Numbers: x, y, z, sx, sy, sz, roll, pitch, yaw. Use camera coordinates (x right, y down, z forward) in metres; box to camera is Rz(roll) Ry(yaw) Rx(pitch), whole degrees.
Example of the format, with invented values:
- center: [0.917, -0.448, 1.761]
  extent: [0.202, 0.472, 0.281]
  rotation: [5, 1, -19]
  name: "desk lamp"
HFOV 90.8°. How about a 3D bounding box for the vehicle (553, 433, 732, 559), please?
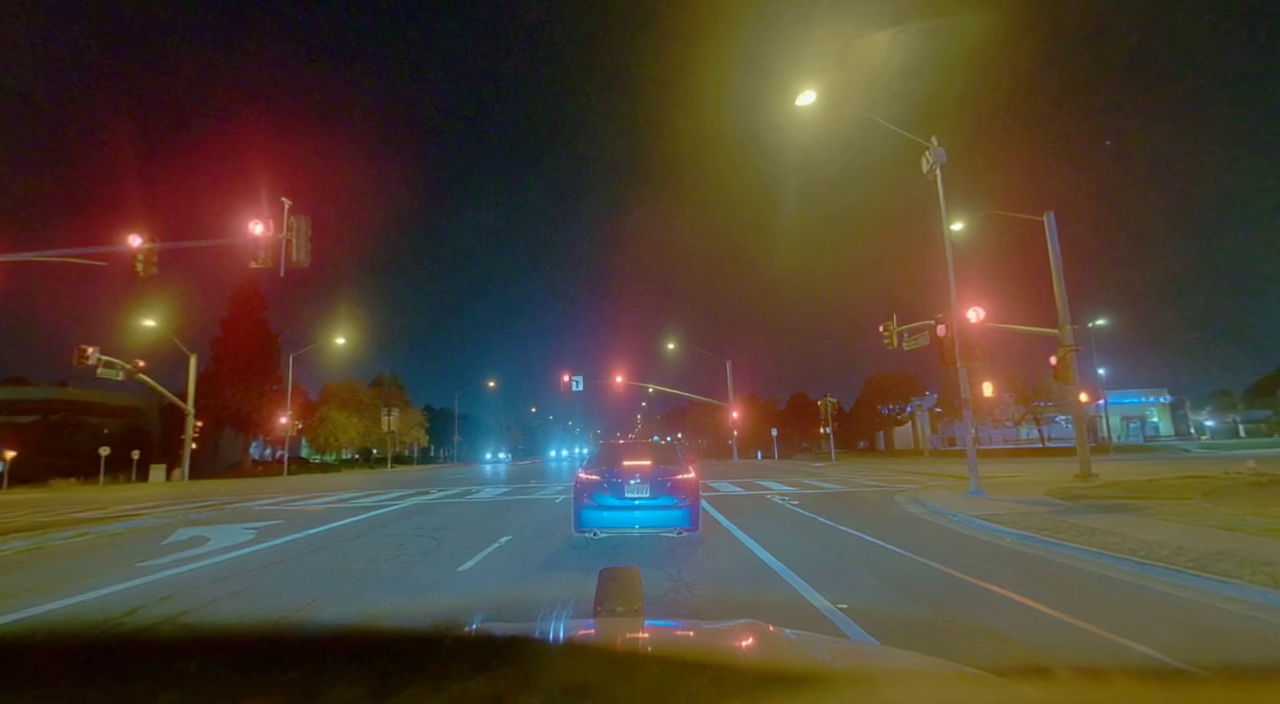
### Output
- center: [-0.005, 1.998, 9.500]
  extent: [2.107, 1.470, 3.974]
  rotation: [0, -9, -1]
  name: "vehicle"
